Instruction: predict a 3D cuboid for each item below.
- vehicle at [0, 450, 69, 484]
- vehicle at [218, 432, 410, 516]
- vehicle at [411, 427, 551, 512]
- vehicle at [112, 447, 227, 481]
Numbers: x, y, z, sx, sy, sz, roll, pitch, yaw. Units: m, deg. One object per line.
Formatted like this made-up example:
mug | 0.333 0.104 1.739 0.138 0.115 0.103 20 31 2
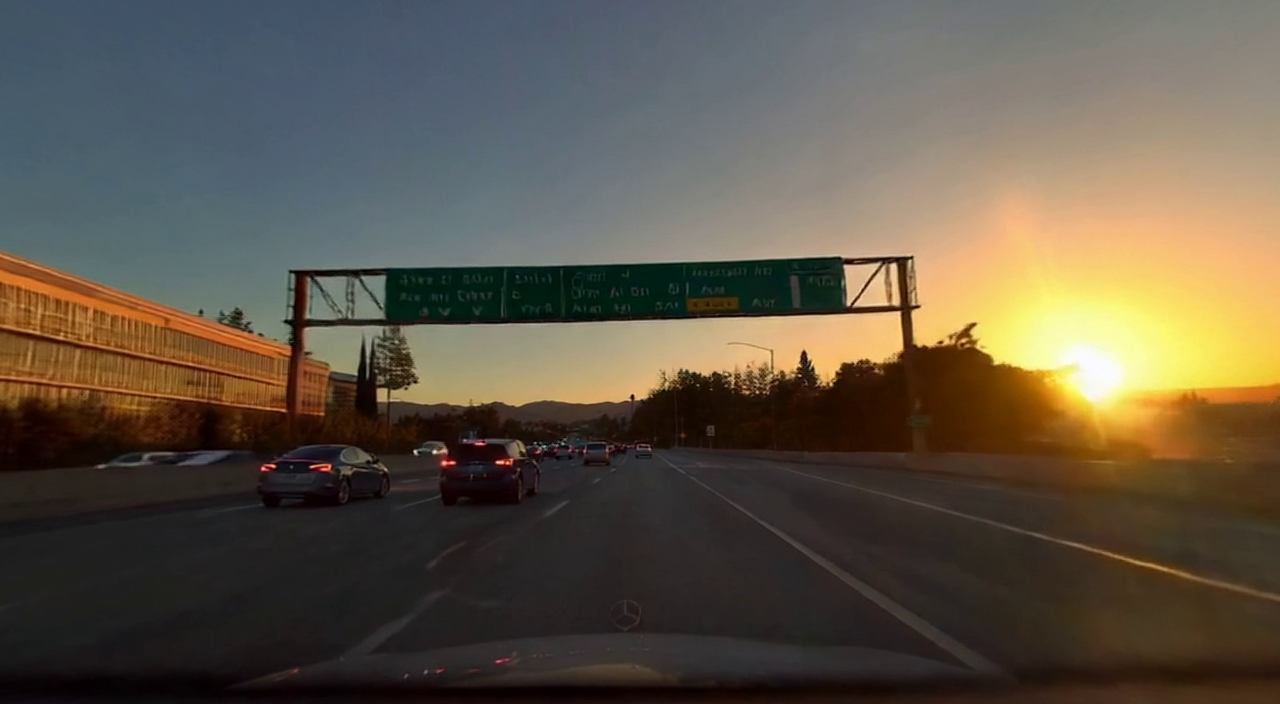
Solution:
vehicle | -30.068 5.438 29.802 1.863 1.513 4.404 -1 -9 1
vehicle | -7.404 2.802 14.994 2.071 1.661 4.540 -1 -9 1
vehicle | -3.627 2.768 15.315 2.158 1.717 4.375 -1 -9 1
vehicle | -23.442 5.558 31.664 2.093 1.523 4.701 -1 -9 1
